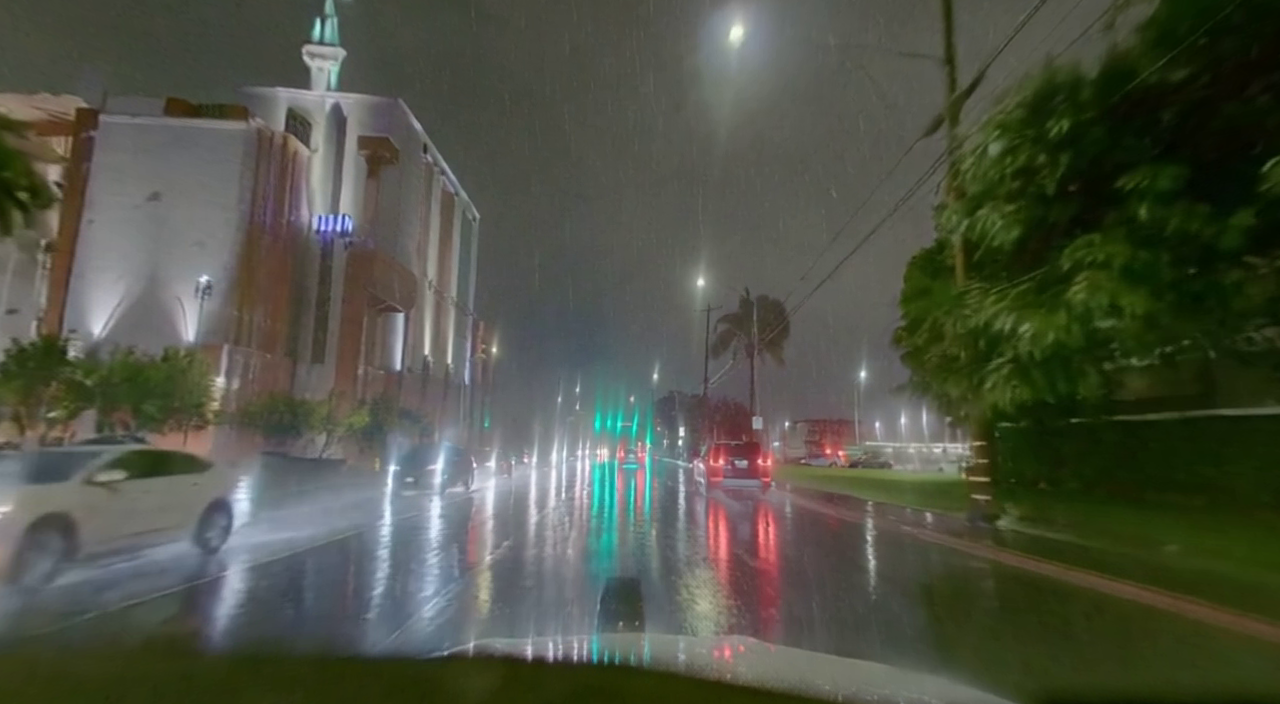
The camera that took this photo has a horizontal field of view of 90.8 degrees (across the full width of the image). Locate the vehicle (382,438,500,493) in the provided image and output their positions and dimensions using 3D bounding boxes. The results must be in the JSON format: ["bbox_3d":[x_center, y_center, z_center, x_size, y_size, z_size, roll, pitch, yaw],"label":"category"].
[{"bbox_3d":[-5.841,3.373,19.228,2.083,1.451,4.707,0,-8,0],"label":"vehicle"}]

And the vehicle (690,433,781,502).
[{"bbox_3d":[2.767,3.462,19.418,1.995,1.858,4.333,0,-8,-2],"label":"vehicle"}]

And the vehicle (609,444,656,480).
[{"bbox_3d":[-0.384,5.433,31.500,2.196,1.655,3.939,0,-8,-1],"label":"vehicle"}]

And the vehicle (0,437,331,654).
[{"bbox_3d":[-5.634,1.745,6.990,2.106,1.566,4.631,0,-8,-1],"label":"vehicle"}]

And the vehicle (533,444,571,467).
[{"bbox_3d":[-6.273,7.448,45.519,2.074,1.541,4.395,0,-8,0],"label":"vehicle"}]

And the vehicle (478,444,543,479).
[{"bbox_3d":[-6.115,5.217,30.449,2.135,1.542,4.575,0,-8,0],"label":"vehicle"}]
